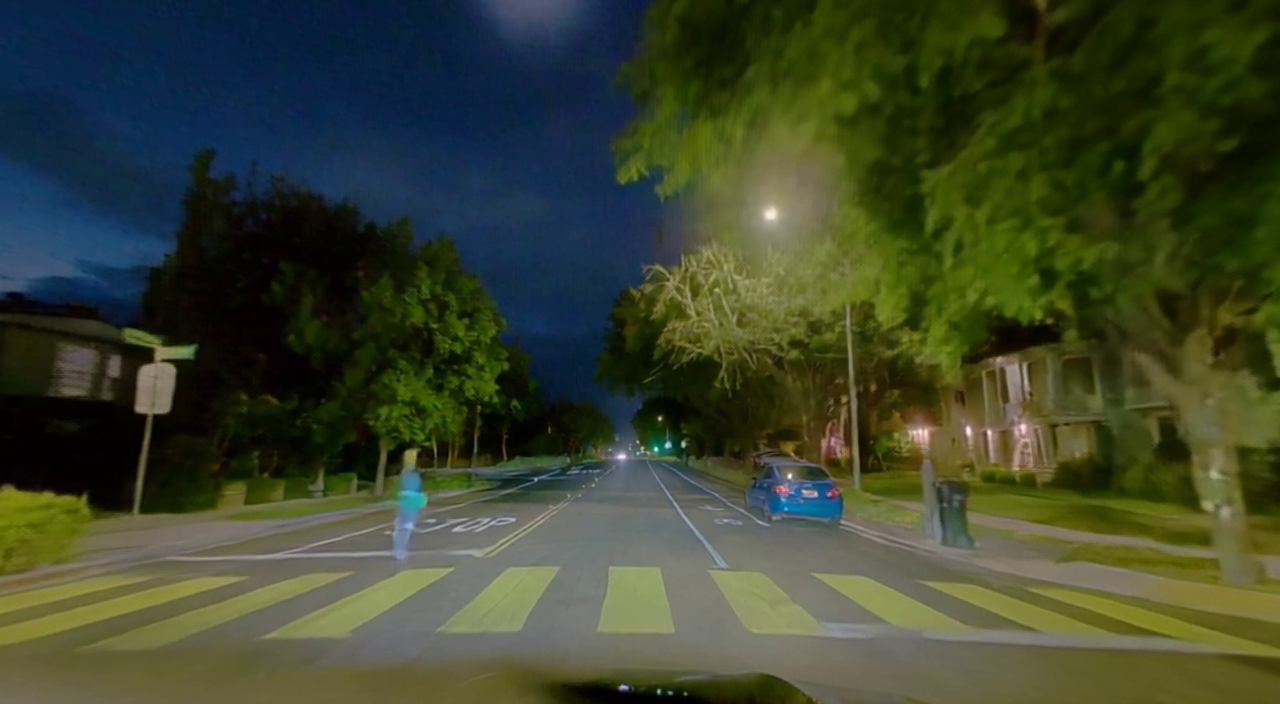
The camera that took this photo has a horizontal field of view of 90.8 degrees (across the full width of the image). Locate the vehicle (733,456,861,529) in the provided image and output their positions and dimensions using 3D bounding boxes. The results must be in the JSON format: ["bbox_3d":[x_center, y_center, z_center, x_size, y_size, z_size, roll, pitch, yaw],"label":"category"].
[{"bbox_3d":[3.710,3.392,15.859,1.961,1.472,4.434,0,-8,-2],"label":"vehicle"}]
